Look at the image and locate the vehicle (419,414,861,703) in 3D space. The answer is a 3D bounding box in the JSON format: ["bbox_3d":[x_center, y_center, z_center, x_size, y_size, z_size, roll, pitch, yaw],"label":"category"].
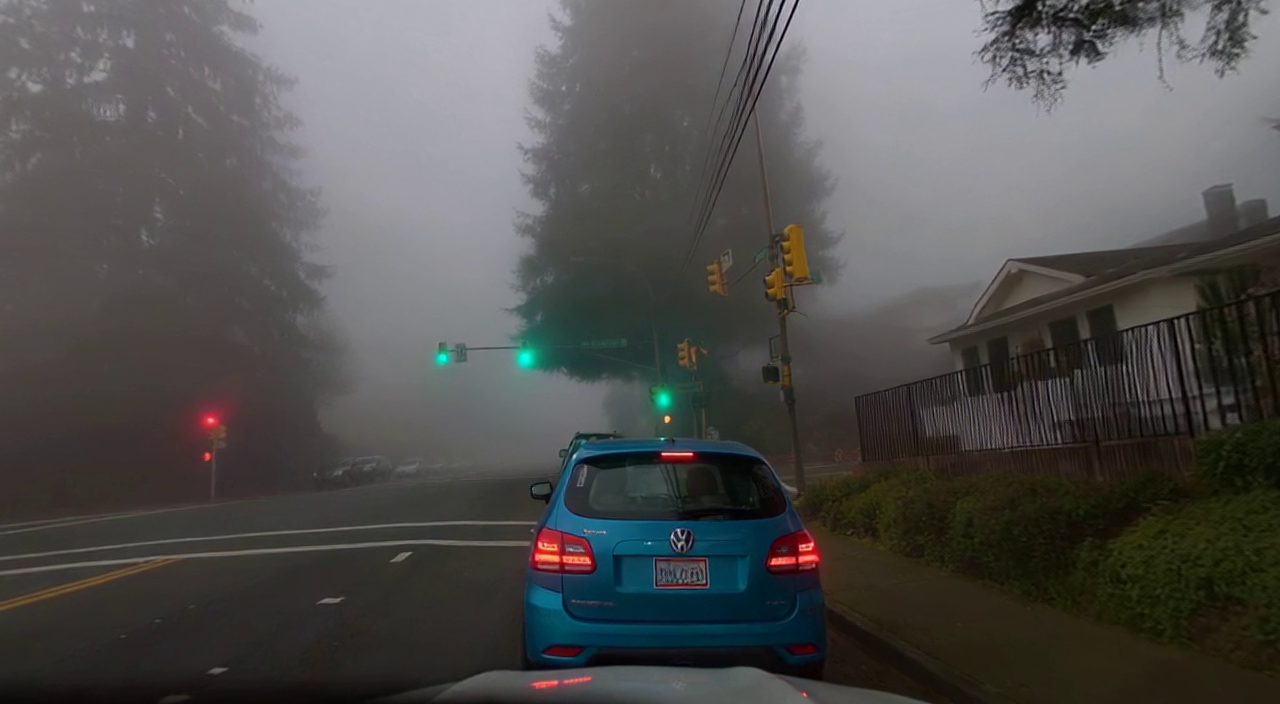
[{"bbox_3d":[-0.149,1.320,4.778,2.024,1.502,3.702,1,-9,-6],"label":"vehicle"}]
